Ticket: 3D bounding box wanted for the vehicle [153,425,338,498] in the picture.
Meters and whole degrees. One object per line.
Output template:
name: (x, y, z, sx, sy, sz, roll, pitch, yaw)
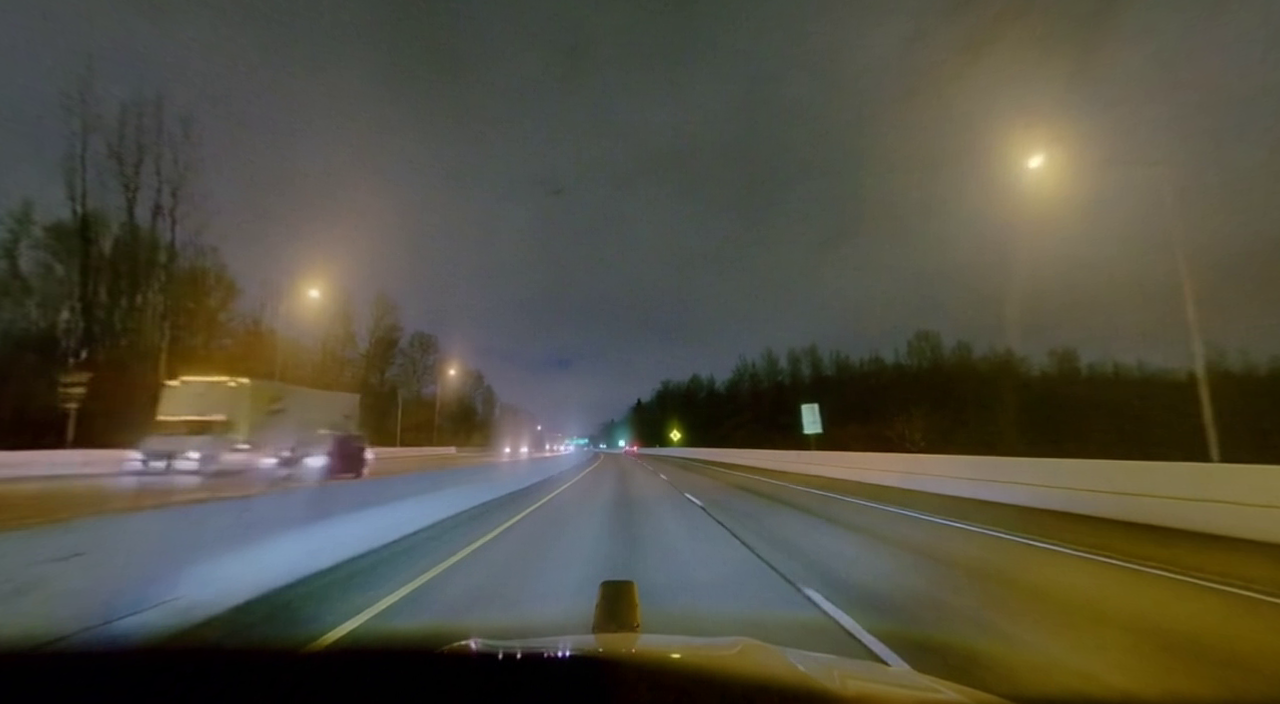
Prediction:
vehicle: (-9.221, 2.600, 15.146, 1.857, 1.490, 4.145, 0, -9, -2)
